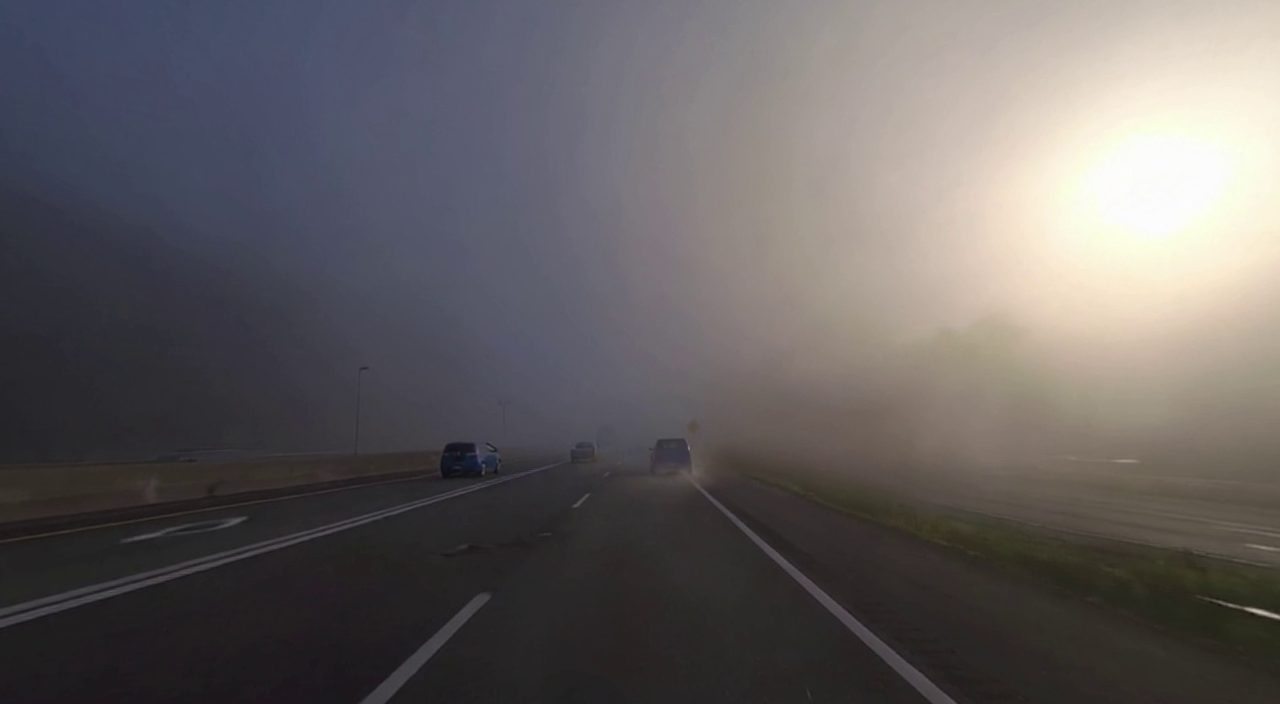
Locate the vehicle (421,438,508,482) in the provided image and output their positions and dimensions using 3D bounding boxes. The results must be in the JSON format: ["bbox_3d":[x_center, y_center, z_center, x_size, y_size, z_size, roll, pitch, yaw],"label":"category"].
[{"bbox_3d":[-6.706,4.163,24.713,2.012,1.504,4.729,0,-8,1],"label":"vehicle"}]

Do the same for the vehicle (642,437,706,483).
[{"bbox_3d":[1.127,3.895,23.157,2.050,1.491,4.362,0,-8,-1],"label":"vehicle"}]

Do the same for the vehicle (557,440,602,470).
[{"bbox_3d":[-3.187,5.543,34.157,1.990,1.501,4.250,0,-8,1],"label":"vehicle"}]
